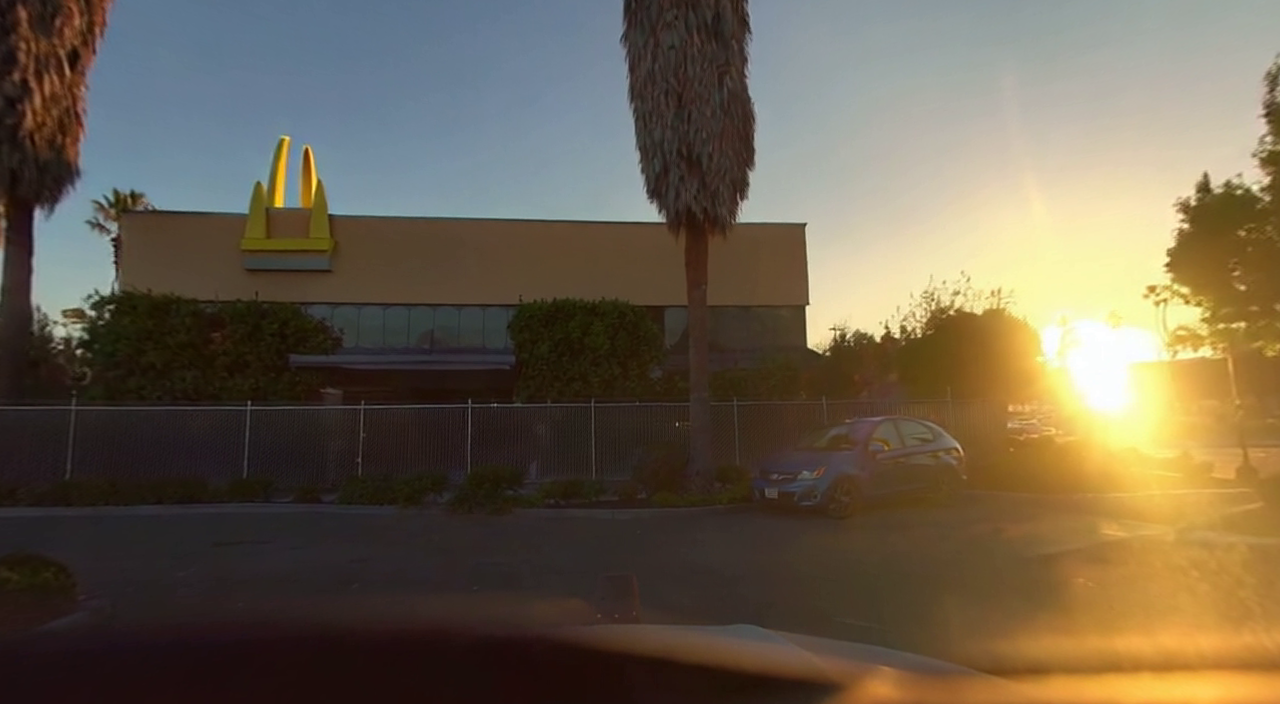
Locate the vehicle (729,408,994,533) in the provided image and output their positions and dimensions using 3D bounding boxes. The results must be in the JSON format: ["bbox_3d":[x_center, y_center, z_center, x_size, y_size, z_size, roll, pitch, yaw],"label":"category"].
[{"bbox_3d":[3.952,1.948,11.197,4.365,1.791,2.073,4,-7,-31],"label":"vehicle"}]
